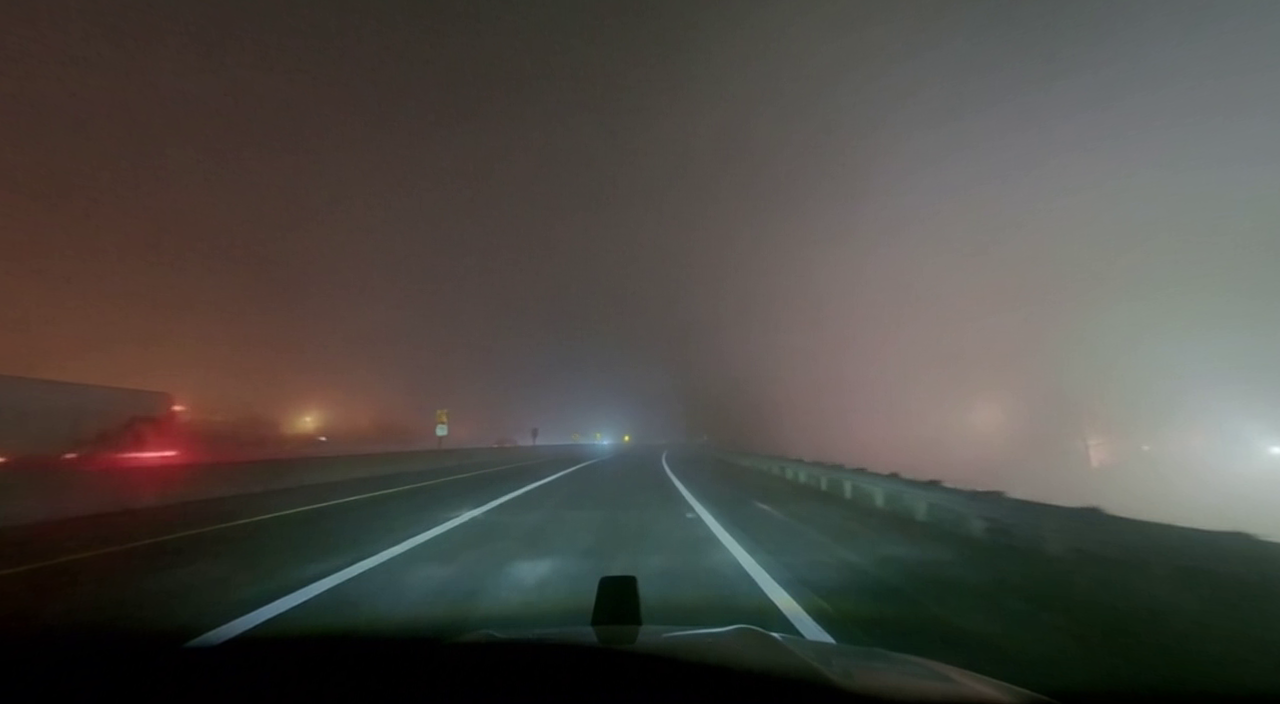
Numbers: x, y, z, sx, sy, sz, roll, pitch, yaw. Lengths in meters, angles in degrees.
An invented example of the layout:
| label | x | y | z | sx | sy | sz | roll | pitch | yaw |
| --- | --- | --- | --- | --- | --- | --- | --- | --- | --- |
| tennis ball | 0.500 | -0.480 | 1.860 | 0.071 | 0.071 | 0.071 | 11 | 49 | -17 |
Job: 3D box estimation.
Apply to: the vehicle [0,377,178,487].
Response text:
| label | x | y | z | sx | sy | sz | roll | pitch | yaw |
| --- | --- | --- | --- | --- | --- | --- | --- | --- | --- |
| vehicle | -24.133 | 3.423 | 26.497 | 2.833 | 3.918 | 8.370 | 0 | -8 | 0 |
